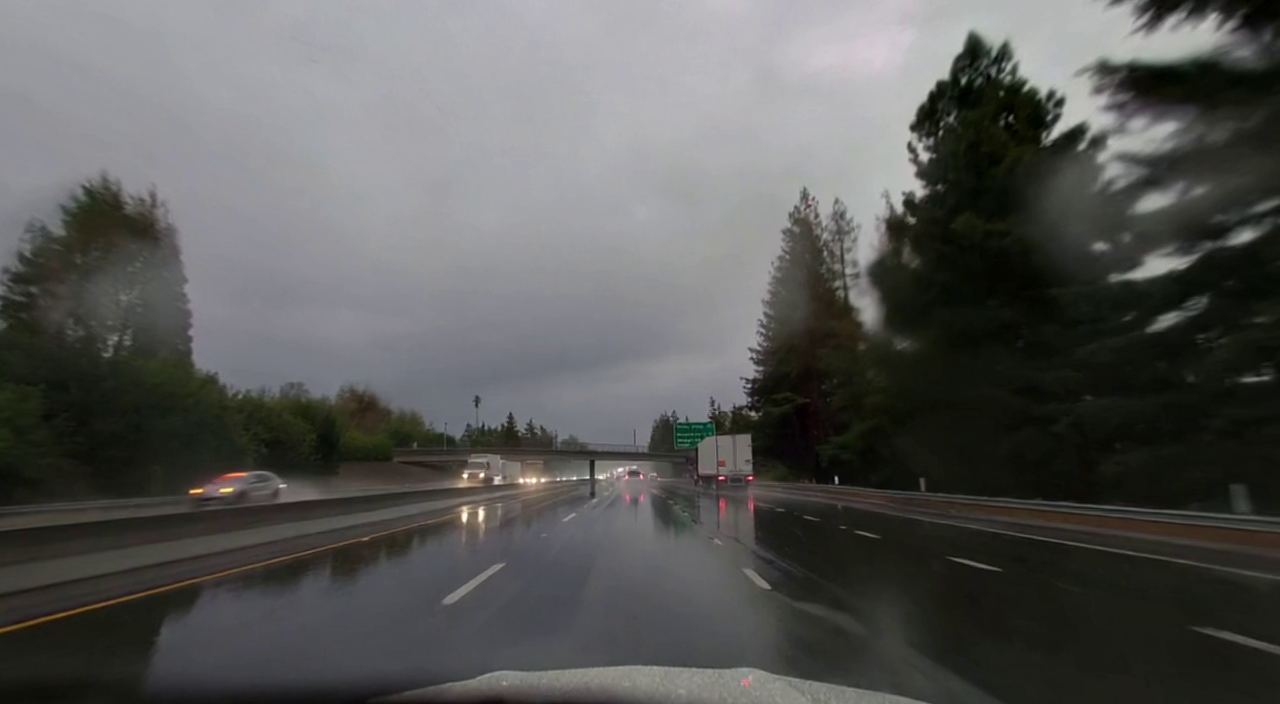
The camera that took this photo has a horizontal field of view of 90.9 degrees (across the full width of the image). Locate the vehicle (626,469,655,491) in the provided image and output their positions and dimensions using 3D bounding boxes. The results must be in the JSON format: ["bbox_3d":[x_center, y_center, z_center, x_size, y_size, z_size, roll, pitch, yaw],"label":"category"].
[{"bbox_3d":[0.026,9.300,45.847,2.029,1.459,3.684,1,-10,0],"label":"vehicle"}]

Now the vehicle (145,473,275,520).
[{"bbox_3d":[-14.968,5.021,22.230,1.832,1.439,3.822,1,-11,0],"label":"vehicle"}]
